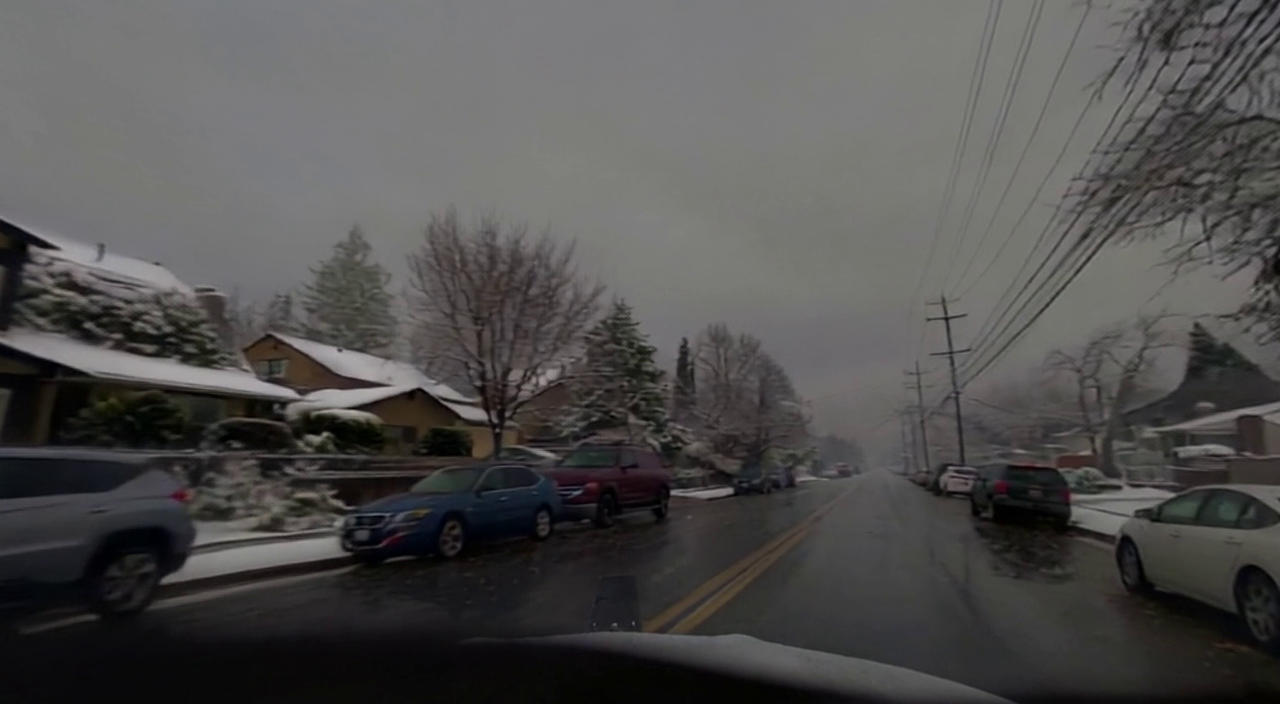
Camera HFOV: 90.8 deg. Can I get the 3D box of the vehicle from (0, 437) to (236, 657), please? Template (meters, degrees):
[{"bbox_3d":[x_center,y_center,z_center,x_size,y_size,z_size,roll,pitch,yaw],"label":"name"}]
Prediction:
[{"bbox_3d":[-5.240,1.291,4.207,1.754,1.437,3.885,-4,-12,21],"label":"vehicle"}]

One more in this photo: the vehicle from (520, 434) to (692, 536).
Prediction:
[{"bbox_3d":[-0.594,3.143,15.175,2.194,1.995,4.814,-6,-12,22],"label":"vehicle"}]

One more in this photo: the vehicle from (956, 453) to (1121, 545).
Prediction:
[{"bbox_3d":[10.874,3.933,17.906,2.547,2.075,5.693,-3,-9,18],"label":"vehicle"}]

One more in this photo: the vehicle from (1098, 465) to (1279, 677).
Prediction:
[{"bbox_3d":[6.371,1.916,6.022,1.973,1.517,4.604,-3,-9,20],"label":"vehicle"}]

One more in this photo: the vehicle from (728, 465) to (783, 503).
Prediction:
[{"bbox_3d":[5.987,6.684,32.307,1.971,1.648,4.638,-3,-9,20],"label":"vehicle"}]

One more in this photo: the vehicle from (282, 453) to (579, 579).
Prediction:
[{"bbox_3d":[-2.810,2.376,9.721,1.823,1.427,4.407,-6,-12,22],"label":"vehicle"}]
